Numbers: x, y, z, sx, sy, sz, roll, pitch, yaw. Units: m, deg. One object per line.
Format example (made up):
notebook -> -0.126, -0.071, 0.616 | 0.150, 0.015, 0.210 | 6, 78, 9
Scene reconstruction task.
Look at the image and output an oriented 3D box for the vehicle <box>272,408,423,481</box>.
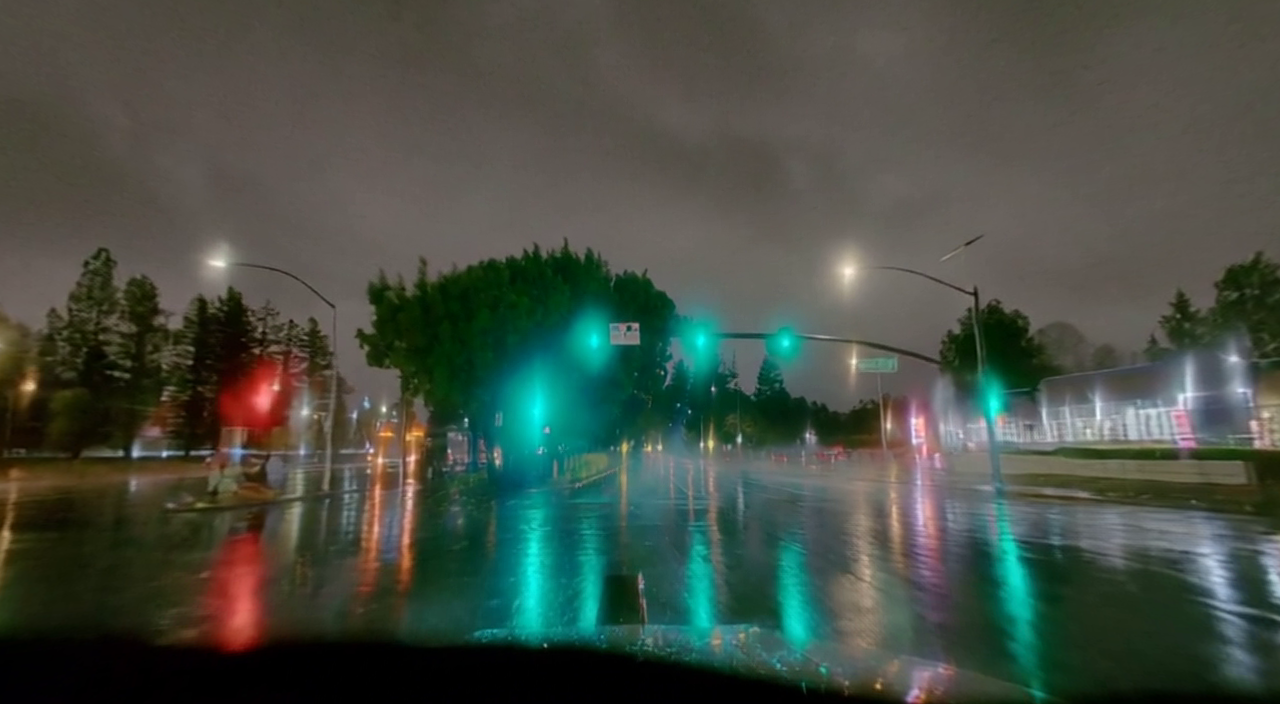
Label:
vehicle -> -17.784, 5.962, 40.240 | 2.953, 3.772, 14.243 | 0, -9, -1
